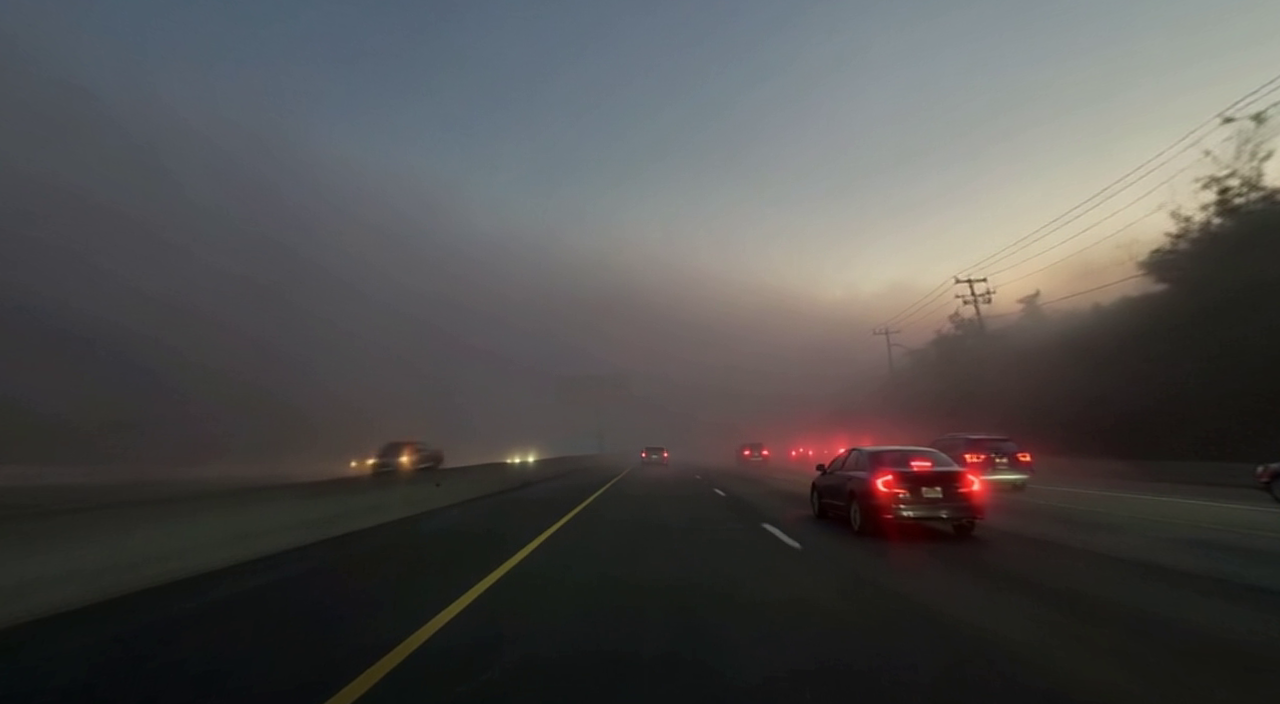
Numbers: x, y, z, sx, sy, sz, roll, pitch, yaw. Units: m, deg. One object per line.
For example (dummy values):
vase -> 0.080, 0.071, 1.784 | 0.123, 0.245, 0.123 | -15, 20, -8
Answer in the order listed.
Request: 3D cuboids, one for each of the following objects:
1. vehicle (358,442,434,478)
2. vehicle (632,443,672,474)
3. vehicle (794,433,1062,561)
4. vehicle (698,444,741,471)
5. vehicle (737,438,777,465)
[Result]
vehicle -> -13.772, 6.098, 35.966 | 2.080, 1.857, 5.305 | 0, -8, 2
vehicle -> 0.655, 5.813, 34.727 | 2.042, 1.581, 3.769 | 0, -8, 1
vehicle -> 3.910, 2.025, 9.626 | 1.986, 1.478, 4.429 | 0, -8, 0
vehicle -> 4.541, 6.048, 36.420 | 1.936, 1.465, 4.060 | 0, -8, 0
vehicle -> 8.416, 7.168, 45.647 | 2.041, 1.821, 4.562 | 0, -8, 0
